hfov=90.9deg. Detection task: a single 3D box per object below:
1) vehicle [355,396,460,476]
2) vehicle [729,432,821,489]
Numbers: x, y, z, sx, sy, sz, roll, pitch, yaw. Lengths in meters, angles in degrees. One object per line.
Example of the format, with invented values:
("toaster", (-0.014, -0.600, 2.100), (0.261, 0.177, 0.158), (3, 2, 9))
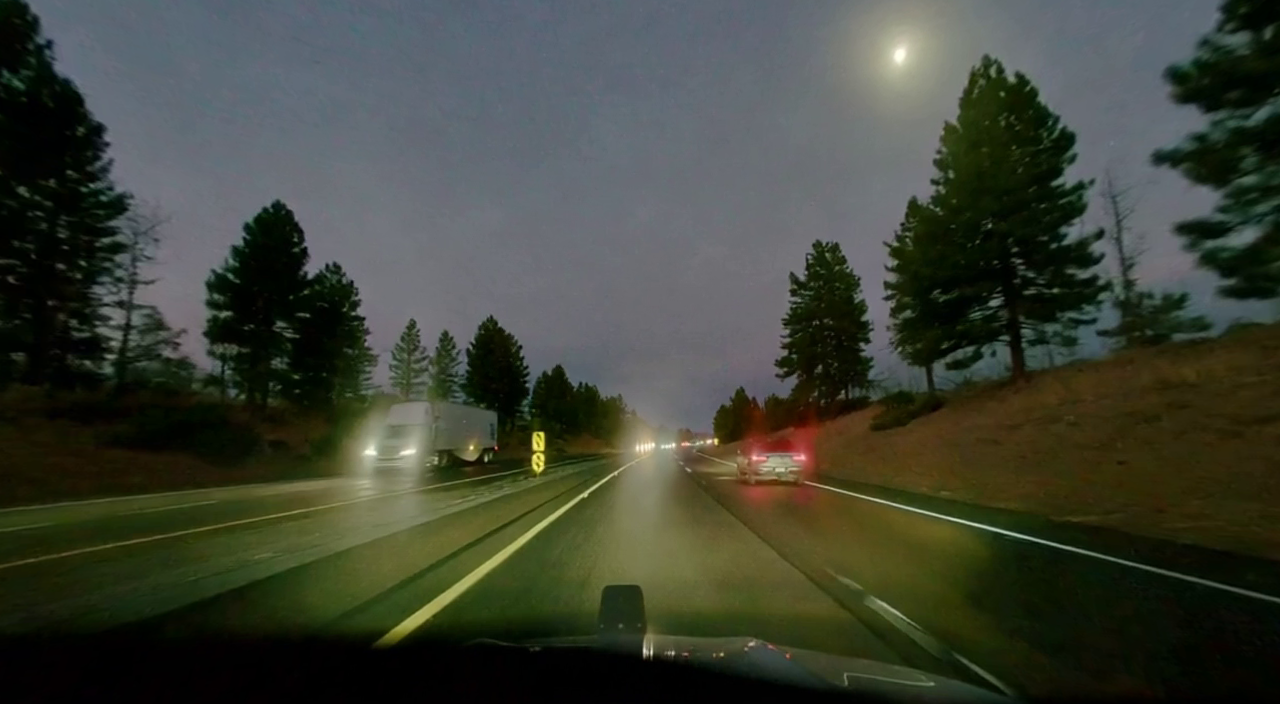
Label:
("vehicle", (-12.798, 4.773, 35.585), (2.992, 4.036, 7.069), (0, -8, 1))
("vehicle", (4.468, 3.682, 21.734), (2.098, 1.703, 4.862), (0, -8, 0))
